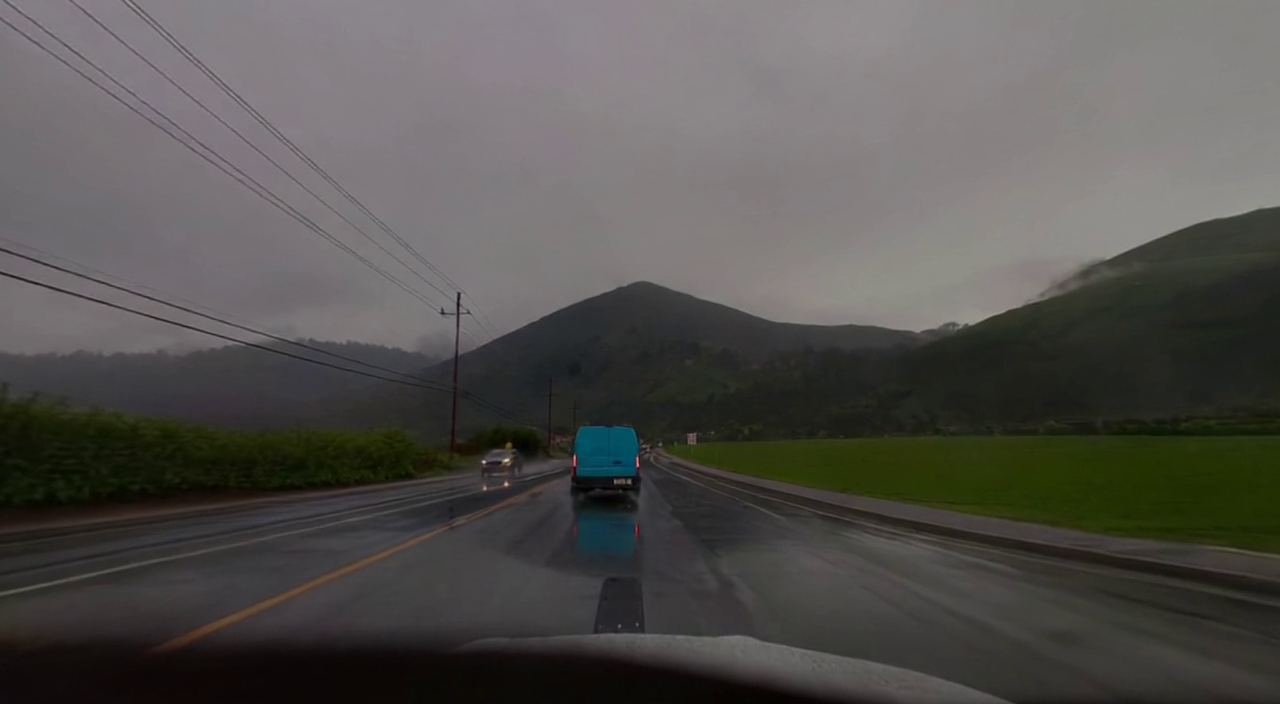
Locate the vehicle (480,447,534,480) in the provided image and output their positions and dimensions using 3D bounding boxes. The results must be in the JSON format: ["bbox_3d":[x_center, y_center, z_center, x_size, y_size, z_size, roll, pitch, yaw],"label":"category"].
[{"bbox_3d":[-8.521,7.170,40.852,2.089,1.946,4.979,-1,-8,4],"label":"vehicle"}]

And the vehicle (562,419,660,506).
[{"bbox_3d":[-0.796,3.103,18.066,2.454,2.144,4.535,0,-8,-2],"label":"vehicle"}]
